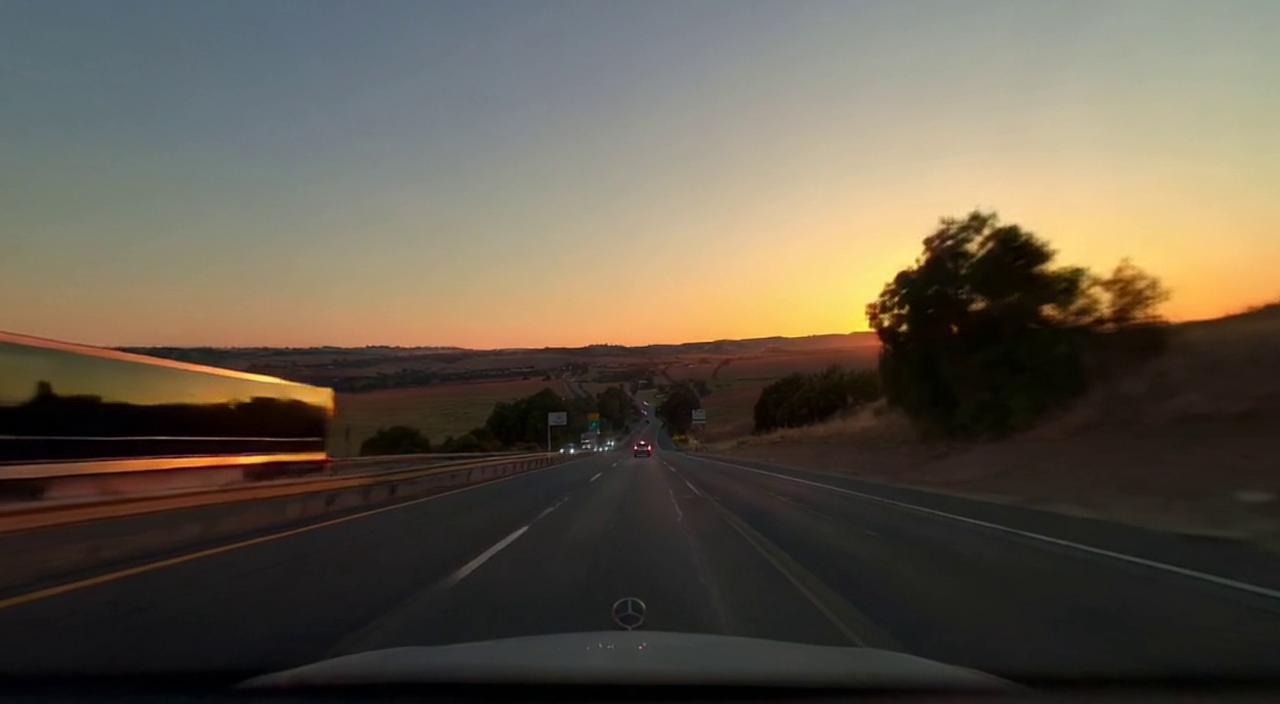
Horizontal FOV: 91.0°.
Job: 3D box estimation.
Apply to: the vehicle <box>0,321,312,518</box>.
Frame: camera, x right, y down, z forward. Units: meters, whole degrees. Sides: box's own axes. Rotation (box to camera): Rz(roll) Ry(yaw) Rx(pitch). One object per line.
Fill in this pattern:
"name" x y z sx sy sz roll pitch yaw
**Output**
"vehicle" -14.951 2.185 18.540 2.953 4.112 14.059 0 -8 0
